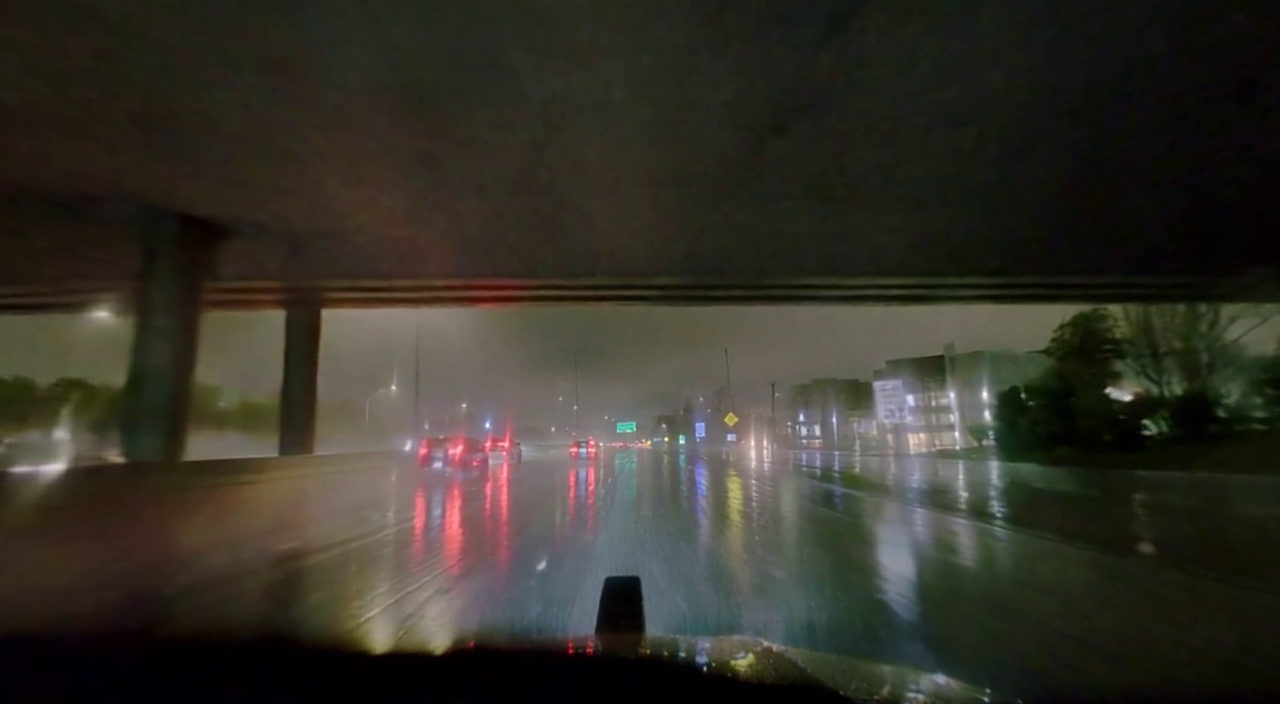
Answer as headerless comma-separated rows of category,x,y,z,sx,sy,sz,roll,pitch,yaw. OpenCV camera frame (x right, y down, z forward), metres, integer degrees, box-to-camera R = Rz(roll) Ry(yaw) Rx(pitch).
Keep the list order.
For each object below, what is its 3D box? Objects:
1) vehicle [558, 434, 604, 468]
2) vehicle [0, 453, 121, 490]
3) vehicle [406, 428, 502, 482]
vehicle,-3.072,5.240,33.590,2.027,1.697,4.307,0,-8,0
vehicle,-26.402,5.366,28.715,1.792,1.456,4.589,0,-9,-1
vehicle,-6.608,3.718,23.064,2.015,1.762,4.790,0,-8,0
